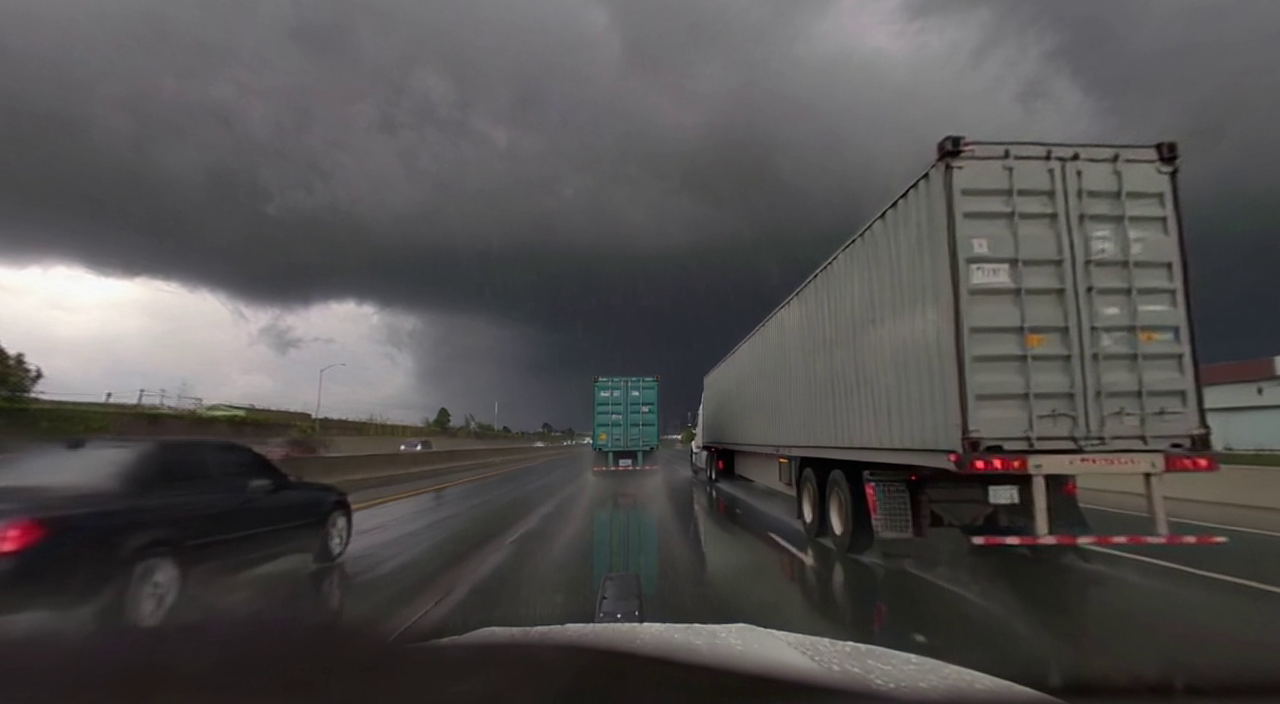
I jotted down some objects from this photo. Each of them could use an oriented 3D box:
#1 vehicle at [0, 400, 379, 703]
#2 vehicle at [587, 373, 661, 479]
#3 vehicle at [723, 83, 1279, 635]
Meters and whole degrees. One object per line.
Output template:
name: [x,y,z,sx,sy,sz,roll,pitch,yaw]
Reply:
vehicle: [-3.907,1.251,4.742,1.994,1.471,4.591,0,-9,-1]
vehicle: [-0.512,3.719,30.356,2.841,4.071,12.046,-1,-9,1]
vehicle: [3.780,0.859,10.938,2.803,4.072,12.744,0,-9,-1]
